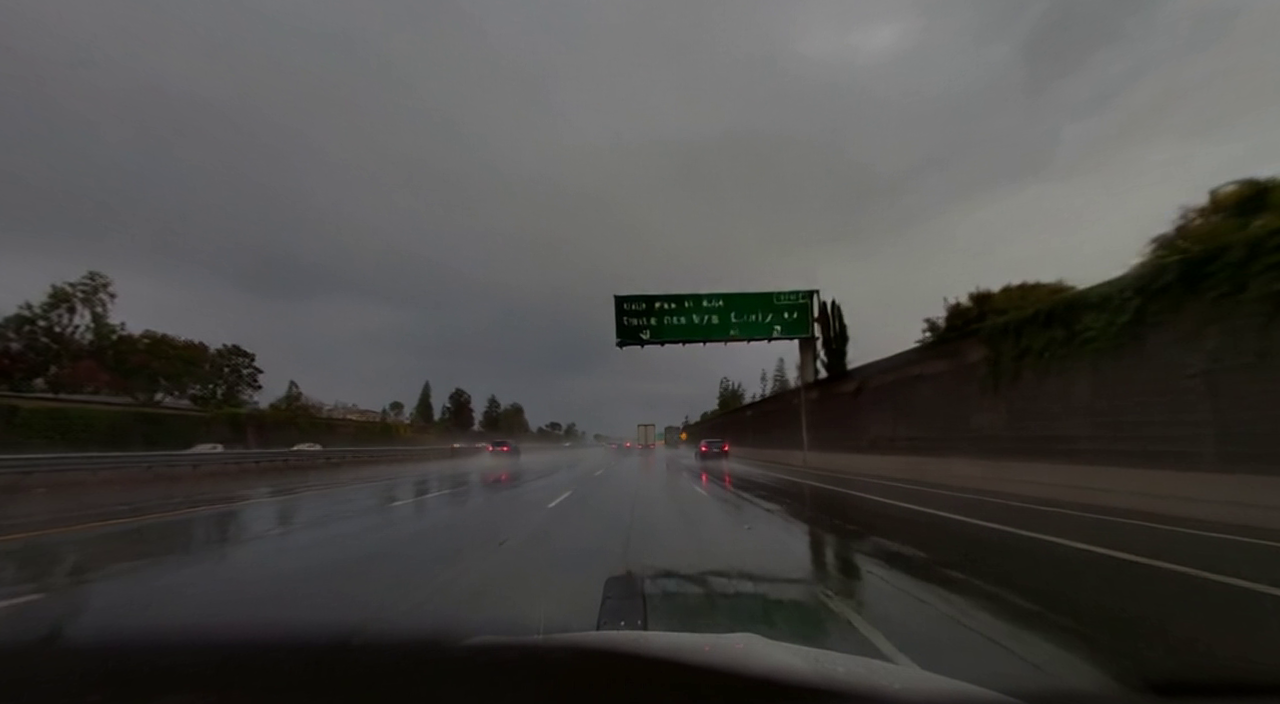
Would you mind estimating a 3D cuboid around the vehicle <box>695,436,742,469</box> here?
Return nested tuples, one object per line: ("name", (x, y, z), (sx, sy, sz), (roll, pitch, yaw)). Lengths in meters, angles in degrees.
("vehicle", (4.170, 5.430, 34.020), (2.046, 1.655, 4.143), (0, -8, 0))

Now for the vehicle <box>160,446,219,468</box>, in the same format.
("vehicle", (-32.227, 7.490, 44.987), (1.566, 1.426, 3.563), (-2, -8, 1))

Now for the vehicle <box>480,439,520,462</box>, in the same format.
("vehicle", (-10.791, 7.650, 48.773), (1.998, 1.712, 4.671), (0, -8, 0))
